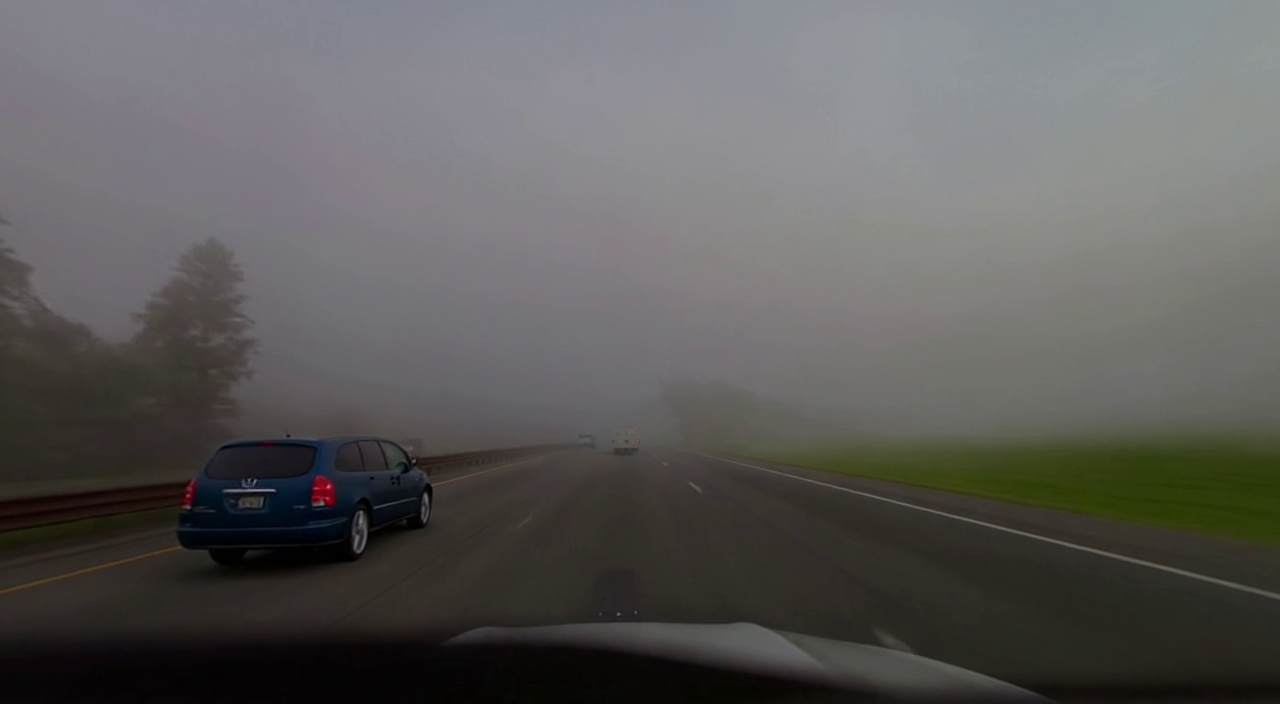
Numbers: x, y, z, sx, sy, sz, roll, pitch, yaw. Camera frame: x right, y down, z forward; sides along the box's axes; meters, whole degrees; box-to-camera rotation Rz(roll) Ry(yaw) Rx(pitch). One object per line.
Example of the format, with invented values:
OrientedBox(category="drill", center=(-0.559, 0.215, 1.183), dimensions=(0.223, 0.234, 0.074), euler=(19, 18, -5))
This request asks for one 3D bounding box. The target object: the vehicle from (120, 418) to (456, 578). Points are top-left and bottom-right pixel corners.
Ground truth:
OrientedBox(category="vehicle", center=(-3.910, 1.655, 8.014), dimensions=(1.931, 1.483, 4.105), euler=(0, -8, -1))

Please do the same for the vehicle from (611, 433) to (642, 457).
OrientedBox(category="vehicle", center=(-0.941, 6.740, 45.639), dimensions=(2.162, 1.616, 4.242), euler=(0, -8, 0))
